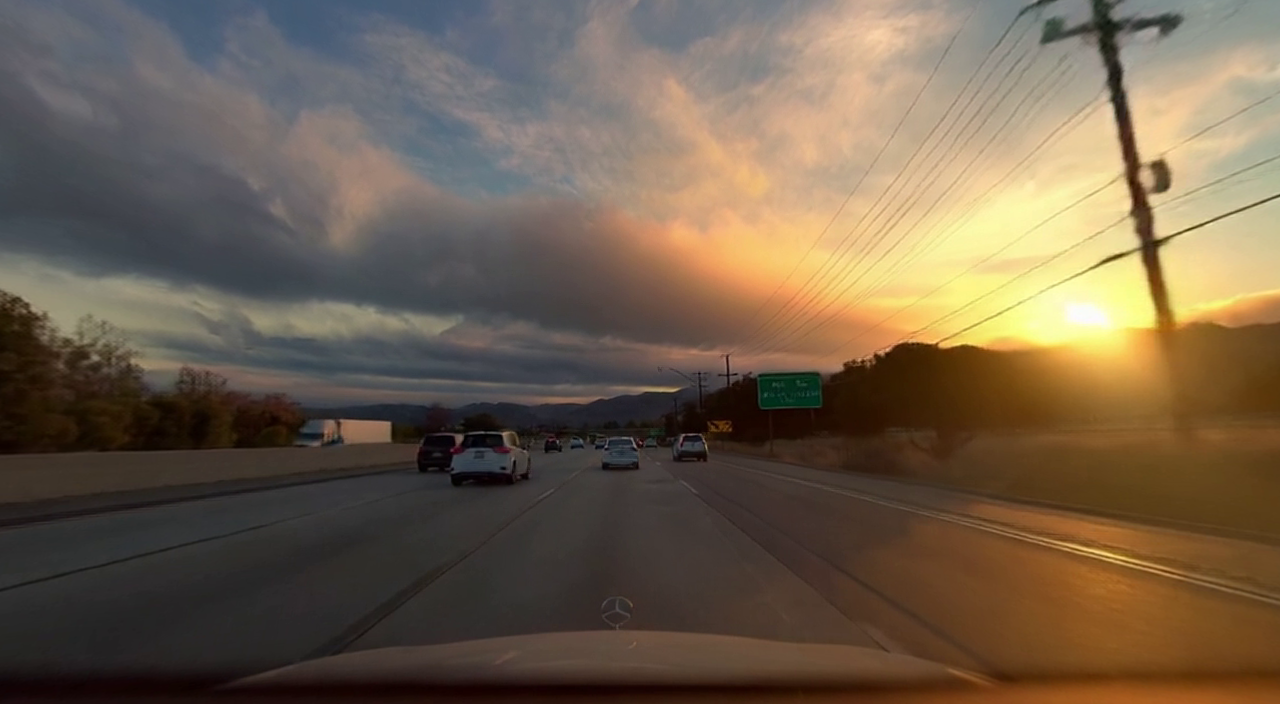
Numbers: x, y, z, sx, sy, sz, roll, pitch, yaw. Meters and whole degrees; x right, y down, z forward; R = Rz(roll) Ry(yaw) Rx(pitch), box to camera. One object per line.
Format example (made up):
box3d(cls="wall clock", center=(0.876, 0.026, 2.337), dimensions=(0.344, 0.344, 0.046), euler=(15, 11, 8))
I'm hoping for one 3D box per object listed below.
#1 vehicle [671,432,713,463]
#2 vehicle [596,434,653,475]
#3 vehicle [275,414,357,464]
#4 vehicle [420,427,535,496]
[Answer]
box3d(cls="vehicle", center=(2.994, 5.577, 37.209), dimensions=(1.950, 1.695, 4.446), euler=(0, -8, -3))
box3d(cls="vehicle", center=(-0.599, 3.986, 24.779), dimensions=(2.086, 1.488, 3.440), euler=(0, -8, -1))
box3d(cls="vehicle", center=(-23.911, 6.462, 46.841), dimensions=(2.932, 3.425, 5.893), euler=(0, -8, -1))
box3d(cls="vehicle", center=(-4.187, 2.873, 17.081), dimensions=(1.901, 1.601, 4.610), euler=(0, -8, 0))
